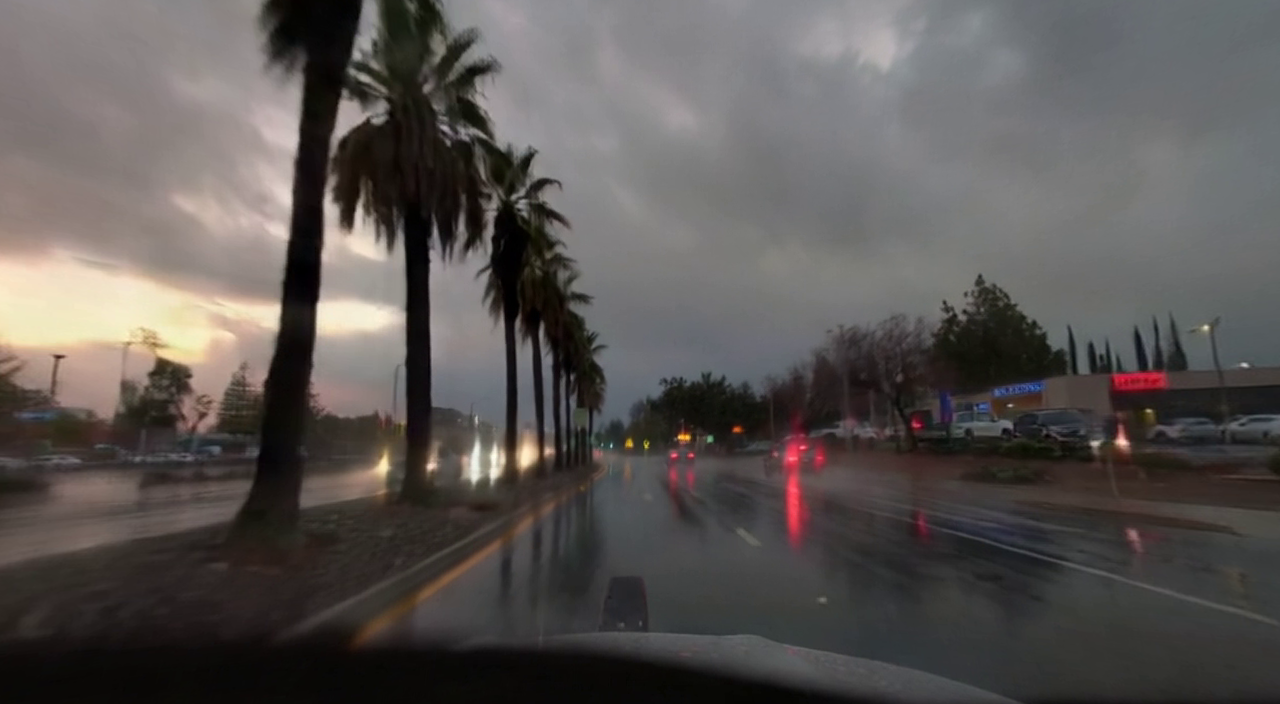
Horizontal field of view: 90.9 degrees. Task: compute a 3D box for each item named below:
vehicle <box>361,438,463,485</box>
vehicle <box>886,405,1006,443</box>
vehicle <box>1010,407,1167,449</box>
[{"bbox_3d":[-9.210,4.452,26.044,2.361,1.733,5.099,0,-8,-1],"label":"vehicle"},{"bbox_3d":[18.003,4.304,37.282,5.817,1.906,2.230,-1,-12,0],"label":"vehicle"},{"bbox_3d":[18.417,3.174,26.118,4.649,1.662,2.349,0,-8,1],"label":"vehicle"}]
